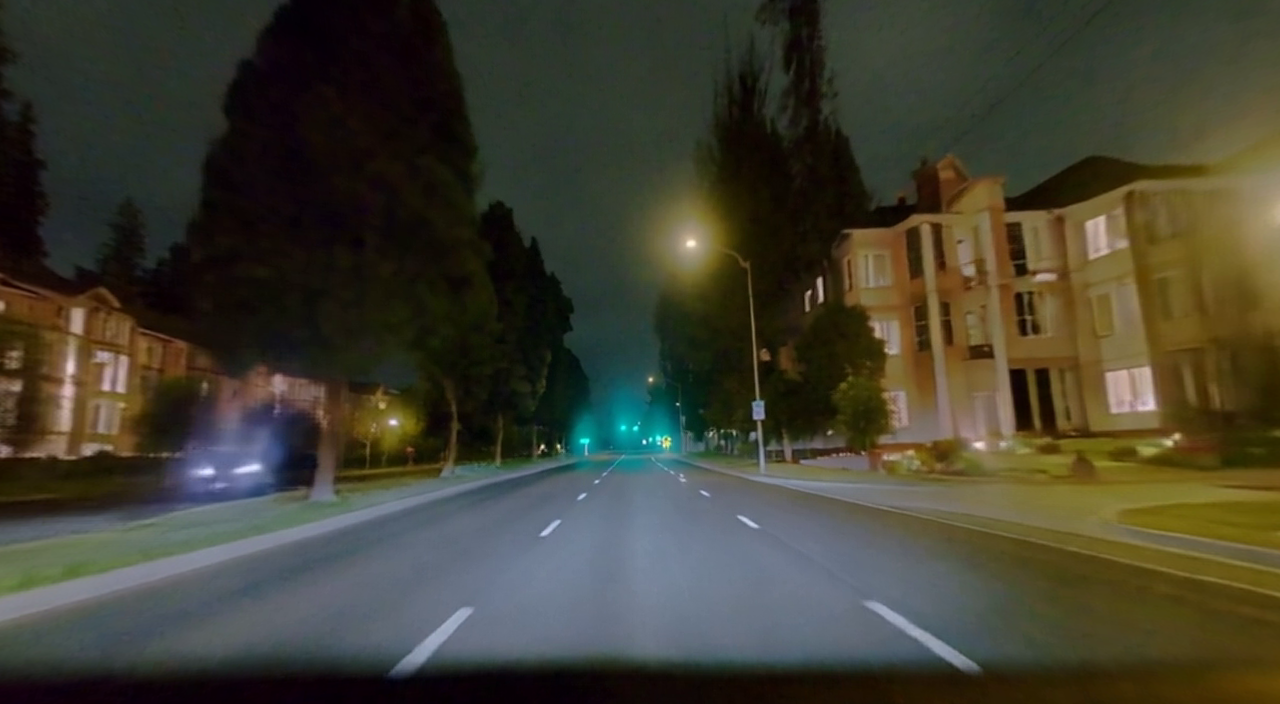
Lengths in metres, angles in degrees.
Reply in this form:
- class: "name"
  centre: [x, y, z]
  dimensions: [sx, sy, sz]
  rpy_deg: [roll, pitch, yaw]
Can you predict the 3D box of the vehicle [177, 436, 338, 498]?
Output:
- class: "vehicle"
  centre: [-11.491, 3.451, 19.463]
  dimensions: [2.070, 1.669, 4.576]
  rpy_deg: [0, -8, 0]
